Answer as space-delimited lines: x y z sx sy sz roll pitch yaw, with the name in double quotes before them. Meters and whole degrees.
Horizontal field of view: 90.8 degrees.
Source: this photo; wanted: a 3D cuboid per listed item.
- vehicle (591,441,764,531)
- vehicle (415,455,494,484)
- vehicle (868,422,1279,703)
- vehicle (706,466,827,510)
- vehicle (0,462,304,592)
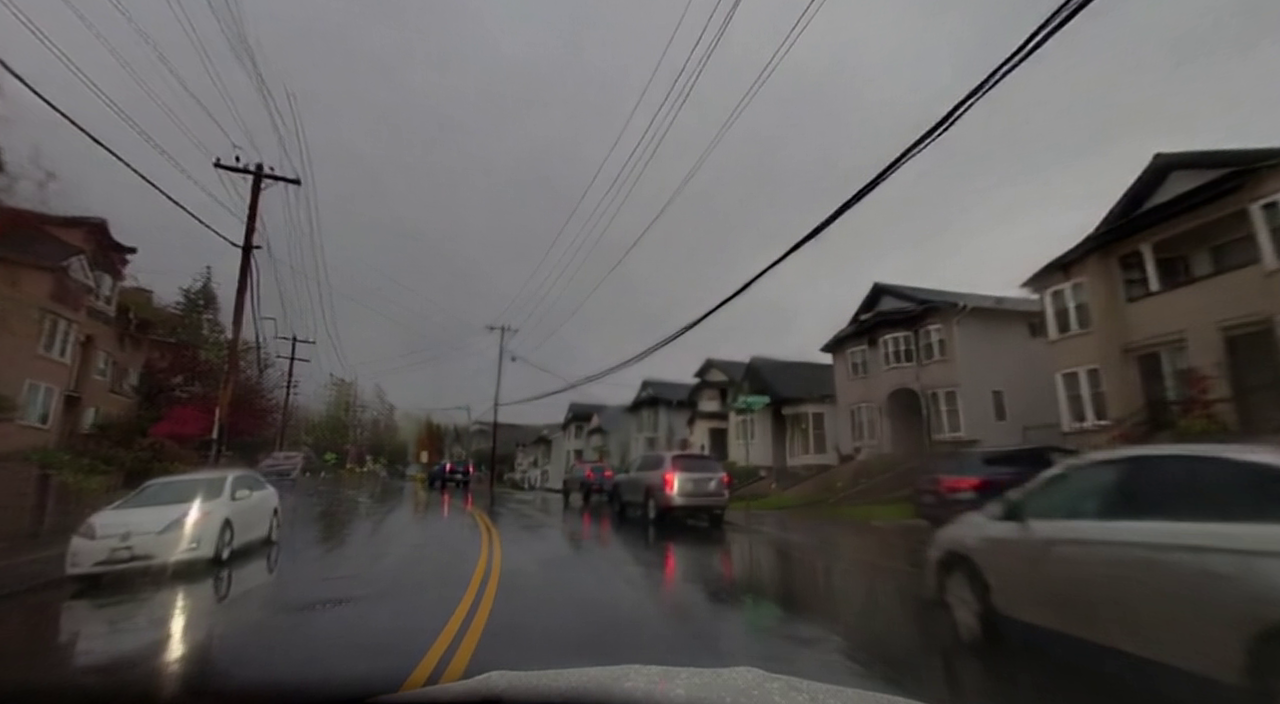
"vehicle" 0.721 3.409 16.737 2.449 1.869 5.504 7 -11 -19
"vehicle" -14.511 9.266 49.670 5.523 2.018 2.216 10 -19 -43
"vehicle" 3.307 1.232 3.653 1.923 1.531 4.568 1 -9 -5
"vehicle" 4.964 5.266 24.759 4.351 1.424 1.994 4 -10 -28
"vehicle" -7.392 2.585 10.252 2.197 1.462 4.524 2 -9 -12
